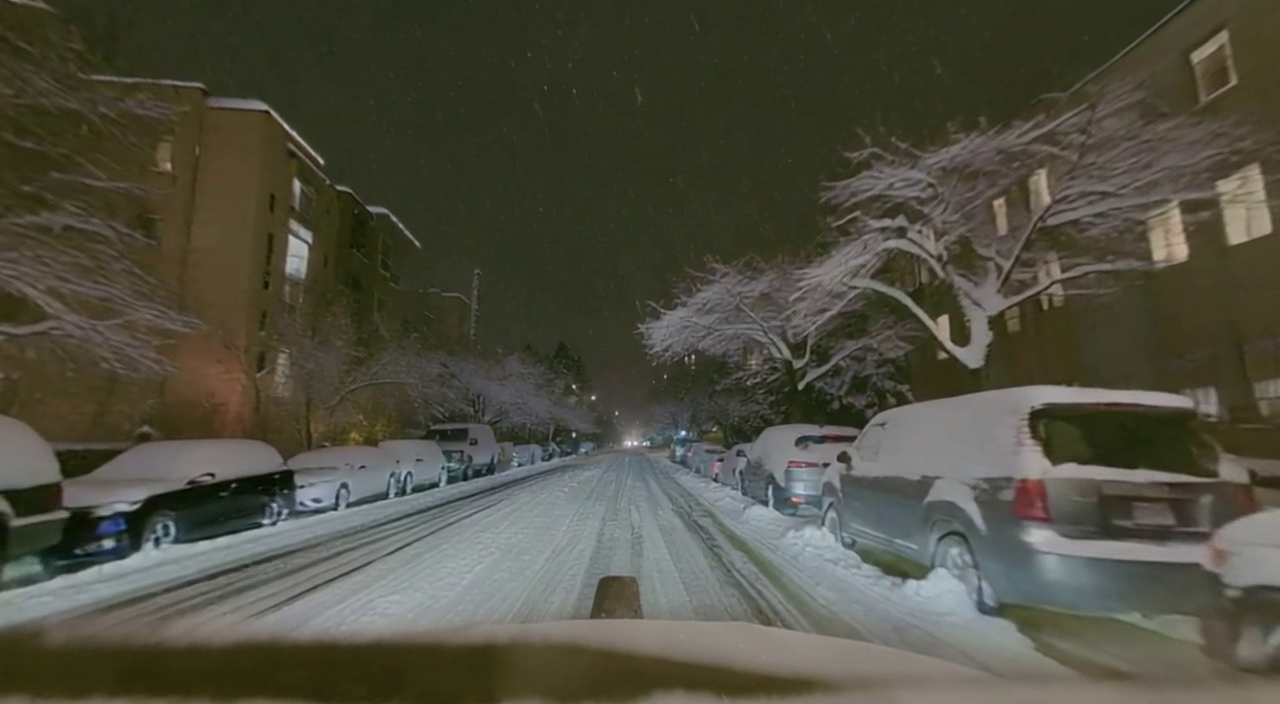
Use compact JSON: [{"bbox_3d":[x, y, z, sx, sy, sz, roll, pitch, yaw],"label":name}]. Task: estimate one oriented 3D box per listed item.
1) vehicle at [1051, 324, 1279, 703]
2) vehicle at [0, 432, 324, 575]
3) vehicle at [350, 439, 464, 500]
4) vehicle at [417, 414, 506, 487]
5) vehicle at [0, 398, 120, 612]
[{"bbox_3d":[3.922,0.644,1.526,2.214,1.885,5.268,0,-9,-1],"label":"vehicle"},{"bbox_3d":[-7.235,2.239,10.167,1.978,1.721,4.589,-1,-9,-2],"label":"vehicle"},{"bbox_3d":[-7.576,3.835,21.032,2.150,1.774,4.514,0,-9,-1],"label":"vehicle"},{"bbox_3d":[-7.497,4.263,27.218,2.294,2.707,6.199,-2,-9,-2],"label":"vehicle"},{"bbox_3d":[-7.290,1.237,4.394,2.205,2.051,6.109,-3,-10,-1],"label":"vehicle"}]
